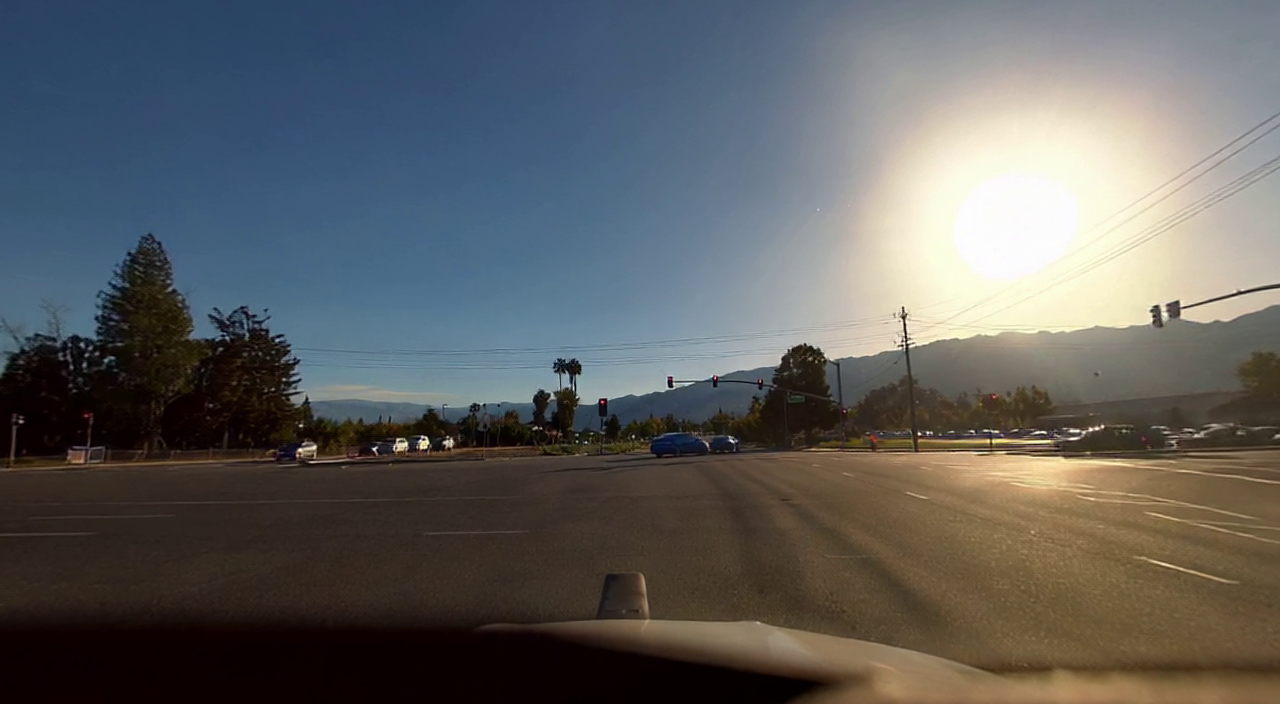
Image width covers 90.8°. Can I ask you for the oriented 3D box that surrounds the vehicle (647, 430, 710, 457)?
[{"bbox_3d":[2.721,6.351,43.672,2.105,1.735,4.812,-6,-10,35],"label":"vehicle"}]

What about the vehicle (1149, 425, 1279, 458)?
[{"bbox_3d":[27.288,4.212,29.818,4.778,1.495,1.959,0,-8,0],"label":"vehicle"}]

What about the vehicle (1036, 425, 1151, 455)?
[{"bbox_3d":[26.703,5.226,37.349,5.100,1.680,2.055,0,-8,3],"label":"vehicle"}]
